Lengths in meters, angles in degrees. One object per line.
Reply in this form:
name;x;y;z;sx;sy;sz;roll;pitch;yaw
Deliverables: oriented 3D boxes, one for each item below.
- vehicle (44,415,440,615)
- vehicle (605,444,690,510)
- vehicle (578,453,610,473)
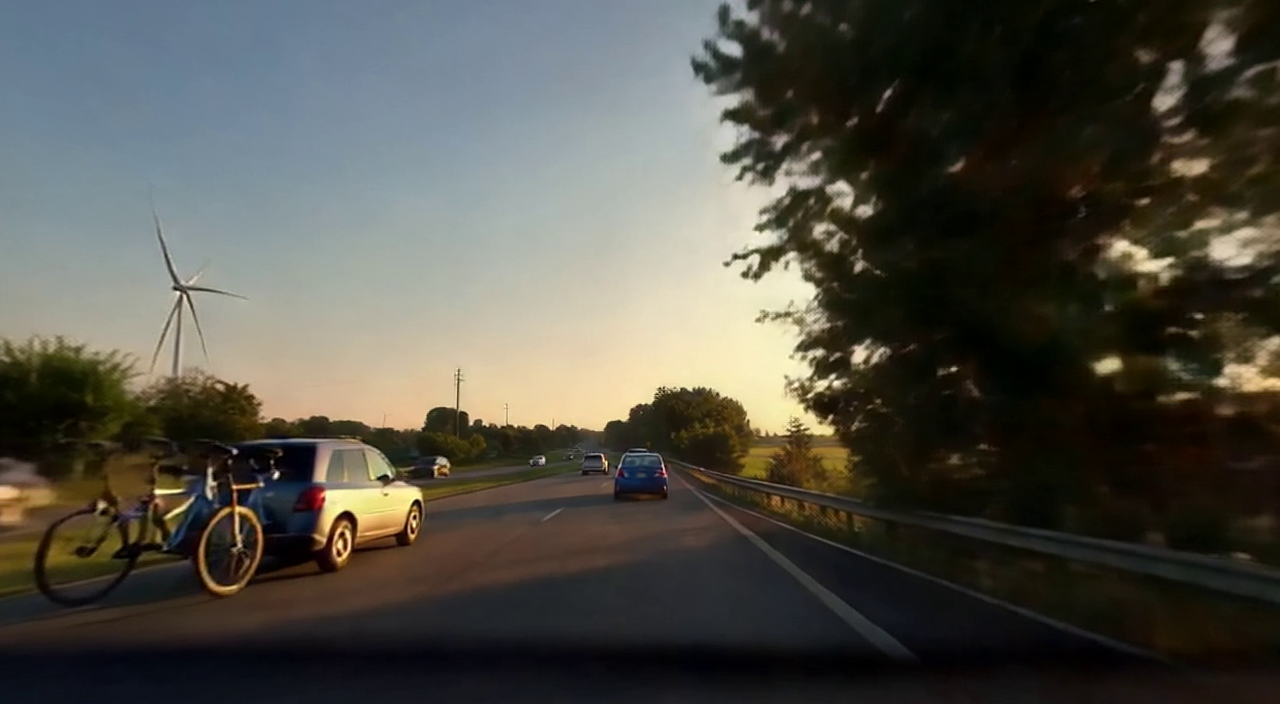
vehicle;-4.043;1.709;7.443;1.962;1.681;4.033;0;-9;1
vehicle;0.202;3.349;17.340;2.063;1.582;3.955;0;-9;1
vehicle;-3.487;8.499;48.440;2.059;1.455;4.205;0;-9;0
